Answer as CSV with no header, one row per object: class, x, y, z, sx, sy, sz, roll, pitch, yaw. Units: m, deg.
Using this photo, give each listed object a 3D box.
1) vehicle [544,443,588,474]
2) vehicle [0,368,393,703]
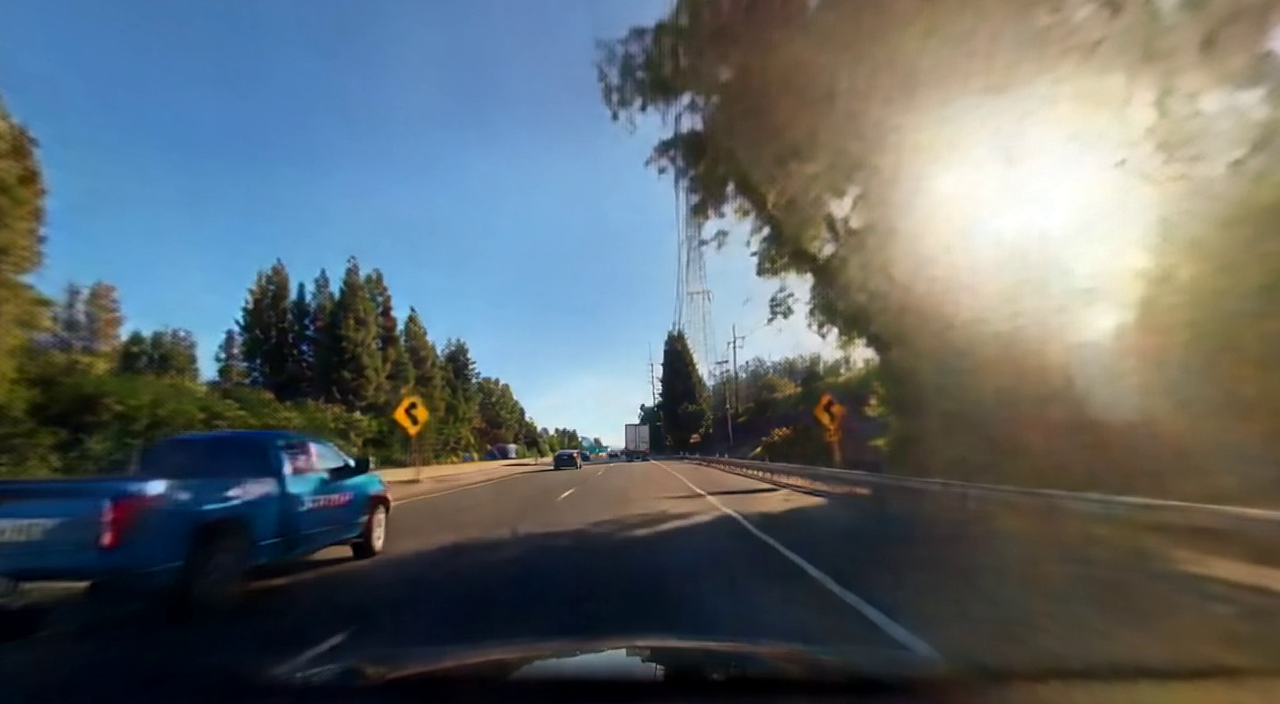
vehicle,-4.400,6.406,38.092,2.111,1.735,4.066,0,-9,0
vehicle,-3.962,1.230,4.876,2.049,1.697,4.998,0,-9,0
